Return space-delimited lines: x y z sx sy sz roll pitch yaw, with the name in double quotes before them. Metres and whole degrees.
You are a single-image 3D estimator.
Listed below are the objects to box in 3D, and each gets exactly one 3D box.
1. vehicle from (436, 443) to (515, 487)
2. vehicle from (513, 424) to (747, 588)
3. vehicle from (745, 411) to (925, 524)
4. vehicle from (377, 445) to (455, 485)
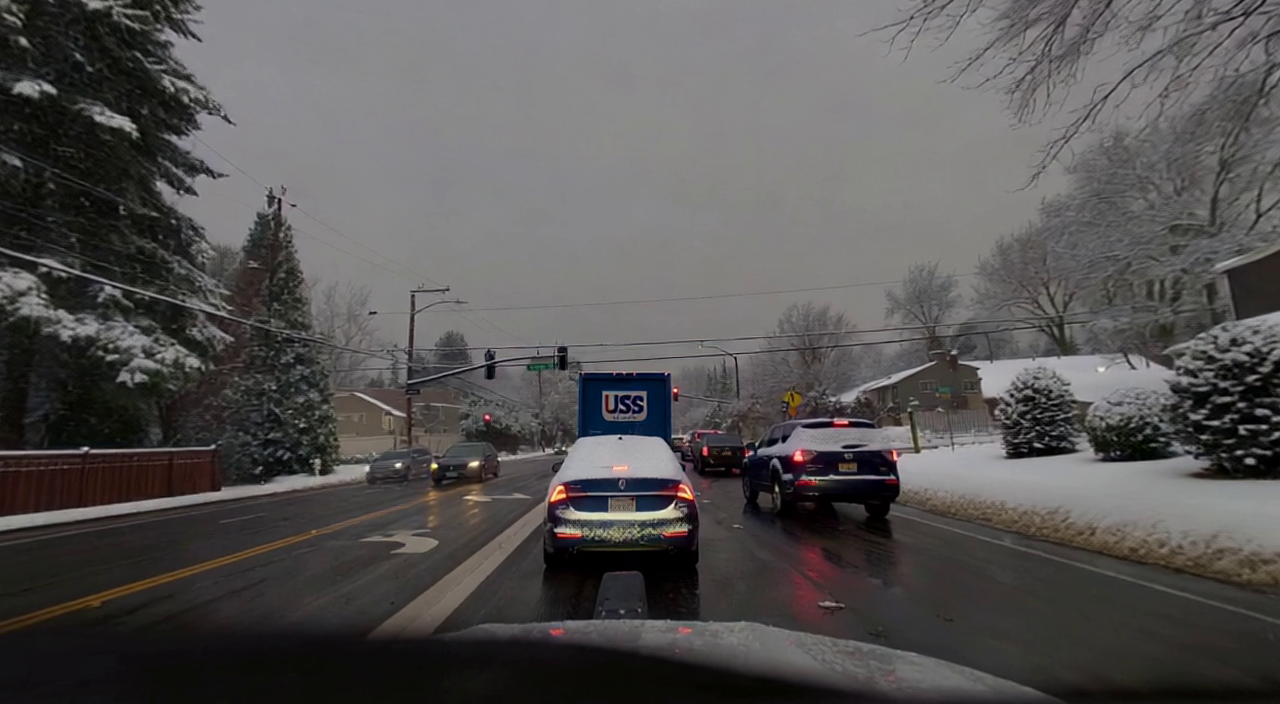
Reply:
"vehicle" -6.227 4.296 24.488 1.800 1.520 4.691 0 -8 0
"vehicle" -0.146 1.720 7.945 2.135 1.483 4.207 0 -8 -2
"vehicle" 3.597 2.240 12.758 2.145 1.847 4.524 0 -8 0
"vehicle" -9.935 5.012 28.426 1.955 1.658 4.490 0 -8 -1
